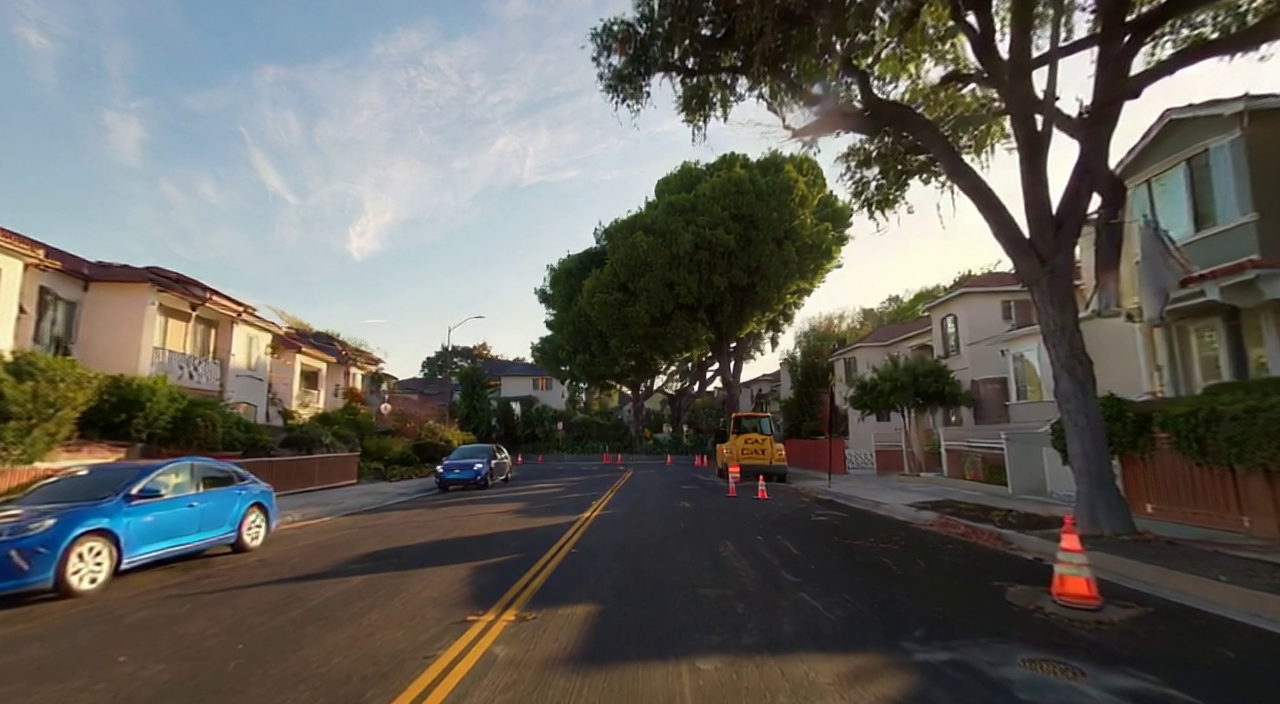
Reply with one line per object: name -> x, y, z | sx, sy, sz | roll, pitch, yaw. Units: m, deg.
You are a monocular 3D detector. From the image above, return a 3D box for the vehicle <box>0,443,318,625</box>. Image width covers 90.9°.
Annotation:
vehicle -> -6.455, 1.996, 8.149 | 1.974, 1.479, 4.888 | 0, -7, 1

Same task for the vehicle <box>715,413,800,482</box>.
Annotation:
vehicle -> 4.723, 3.890, 25.925 | 2.501, 2.613, 3.505 | 1, -8, -6

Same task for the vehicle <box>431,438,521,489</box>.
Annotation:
vehicle -> -6.368, 4.357, 25.179 | 2.220, 1.765, 4.799 | 0, -7, 1
